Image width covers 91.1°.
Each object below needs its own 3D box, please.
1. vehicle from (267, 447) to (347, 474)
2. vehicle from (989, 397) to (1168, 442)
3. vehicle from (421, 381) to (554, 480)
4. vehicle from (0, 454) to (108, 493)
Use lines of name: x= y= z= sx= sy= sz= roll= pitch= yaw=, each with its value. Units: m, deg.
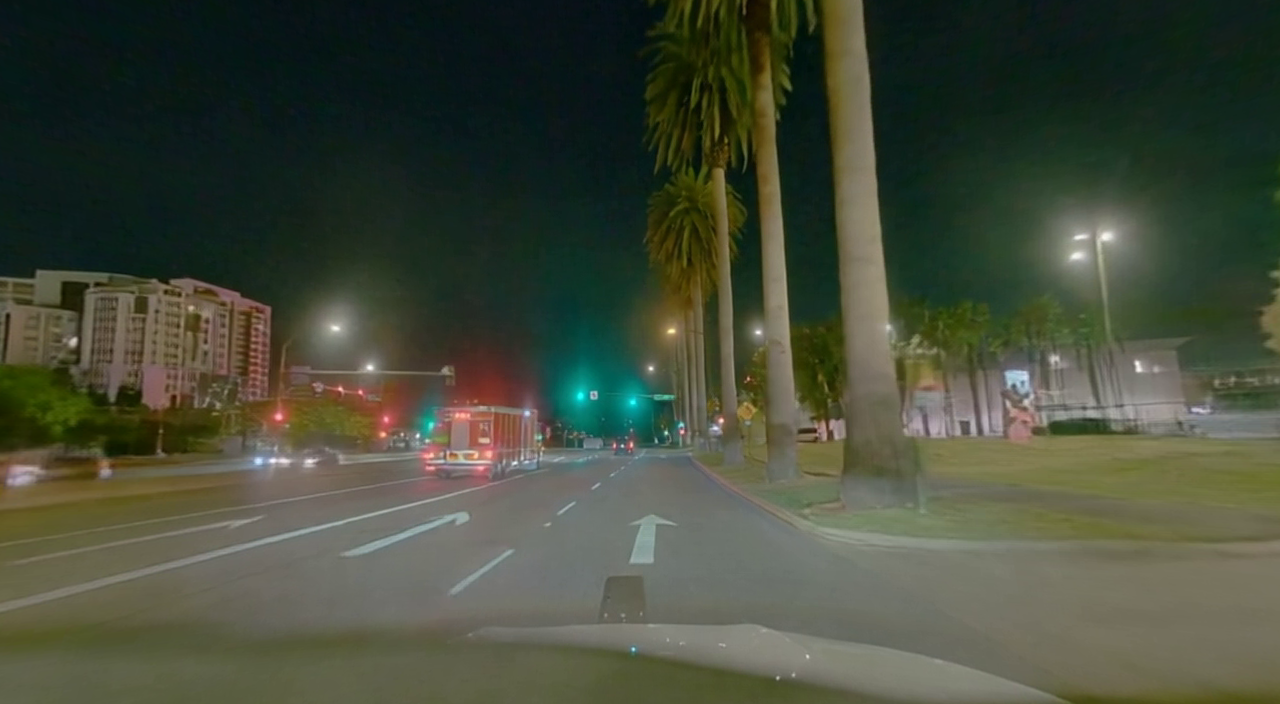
vehicle: x=-21.181 y=6.924 z=40.214 sx=2.052 sy=1.594 sz=5.203 roll=-1 pitch=-9 yaw=3
vehicle: x=15.195 y=2.395 z=21.966 sx=4.663 sy=1.457 sz=2.045 roll=-1 pitch=-8 yaw=2
vehicle: x=-6.559 y=3.859 z=29.607 sx=3.008 sy=3.730 sz=11.786 roll=0 pitch=-9 yaw=1
vehicle: x=-26.148 y=5.197 z=27.274 sx=1.919 sy=1.496 sz=4.613 roll=-1 pitch=-9 yaw=2
